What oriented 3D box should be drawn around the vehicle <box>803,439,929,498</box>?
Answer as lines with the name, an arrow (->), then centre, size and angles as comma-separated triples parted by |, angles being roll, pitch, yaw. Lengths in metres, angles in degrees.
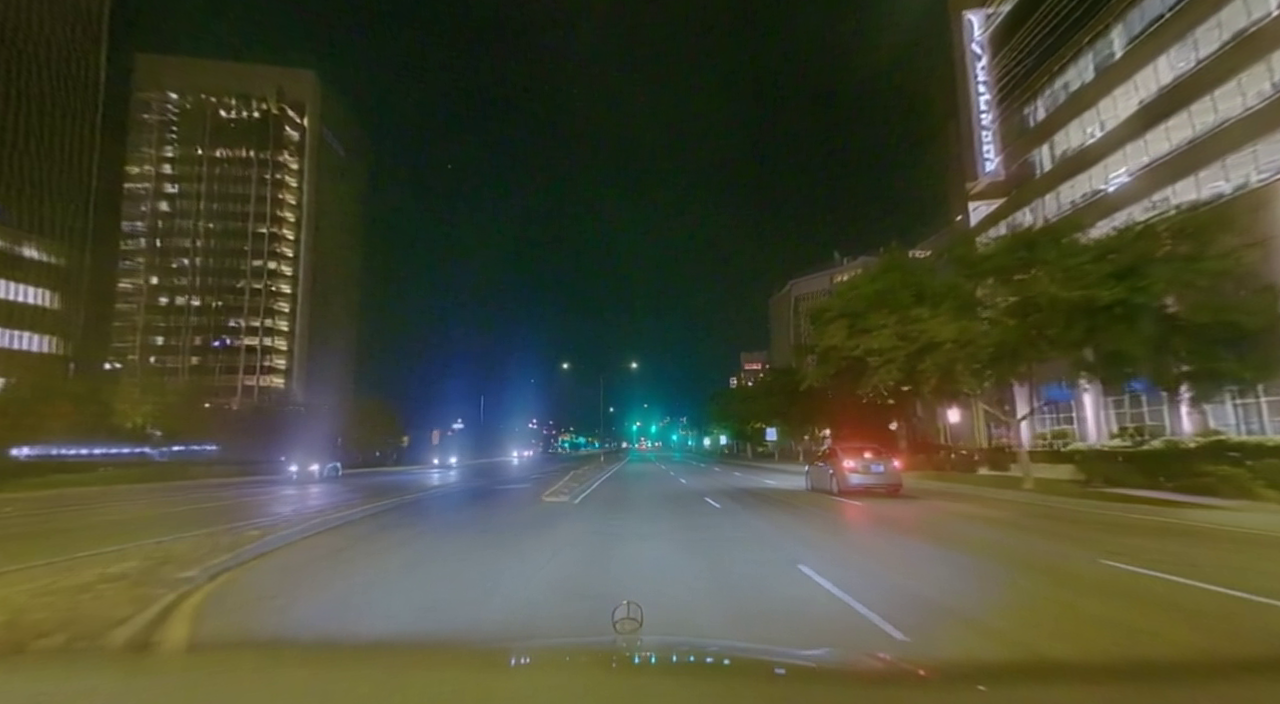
vehicle -> 6.543, 3.406, 18.952 | 1.913, 1.504, 4.738 | 0, -8, -1

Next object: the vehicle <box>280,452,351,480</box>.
vehicle -> -19.373, 6.812, 37.963 | 1.895, 1.458, 4.586 | -2, -9, 0
